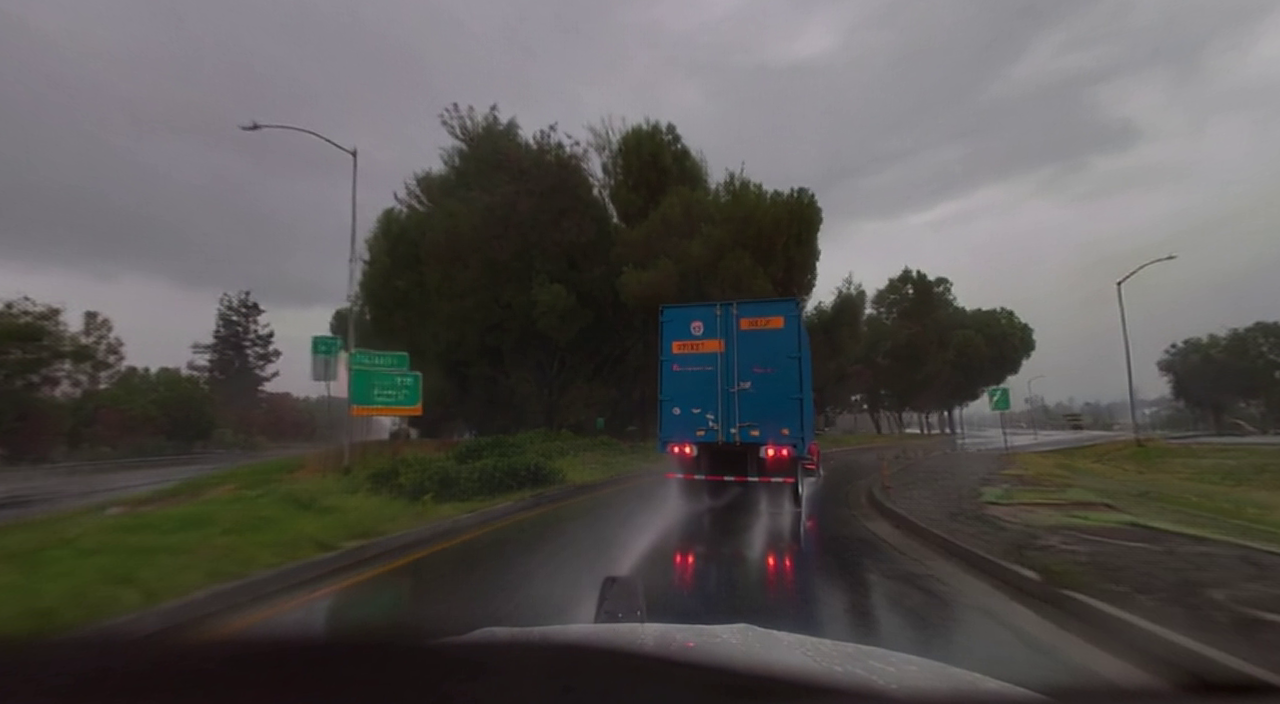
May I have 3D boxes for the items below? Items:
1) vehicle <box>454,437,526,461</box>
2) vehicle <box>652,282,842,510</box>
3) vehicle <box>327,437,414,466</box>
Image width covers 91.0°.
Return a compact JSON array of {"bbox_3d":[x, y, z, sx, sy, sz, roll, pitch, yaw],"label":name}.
[{"bbox_3d":[-9.878,6.374,41.376,4.350,1.410,1.726,2,-9,-24],"label":"vehicle"},{"bbox_3d":[3.100,1.334,14.916,2.937,3.647,9.344,-4,-8,18],"label":"vehicle"},{"bbox_3d":[-16.258,6.009,38.023,4.578,1.573,1.806,4,-9,-31],"label":"vehicle"}]
